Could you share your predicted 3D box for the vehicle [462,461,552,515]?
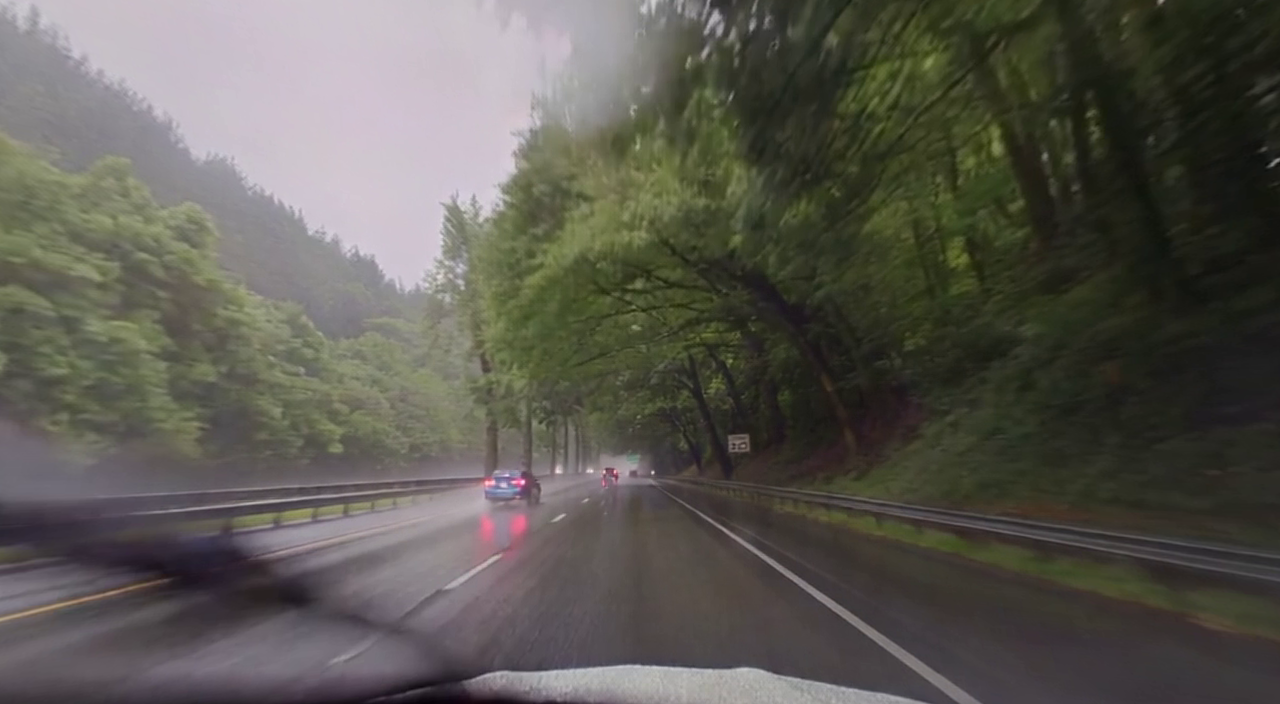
[{"bbox_3d":[-4.135,4.319,20.271,1.954,1.509,4.094,0,-10,1],"label":"vehicle"}]
